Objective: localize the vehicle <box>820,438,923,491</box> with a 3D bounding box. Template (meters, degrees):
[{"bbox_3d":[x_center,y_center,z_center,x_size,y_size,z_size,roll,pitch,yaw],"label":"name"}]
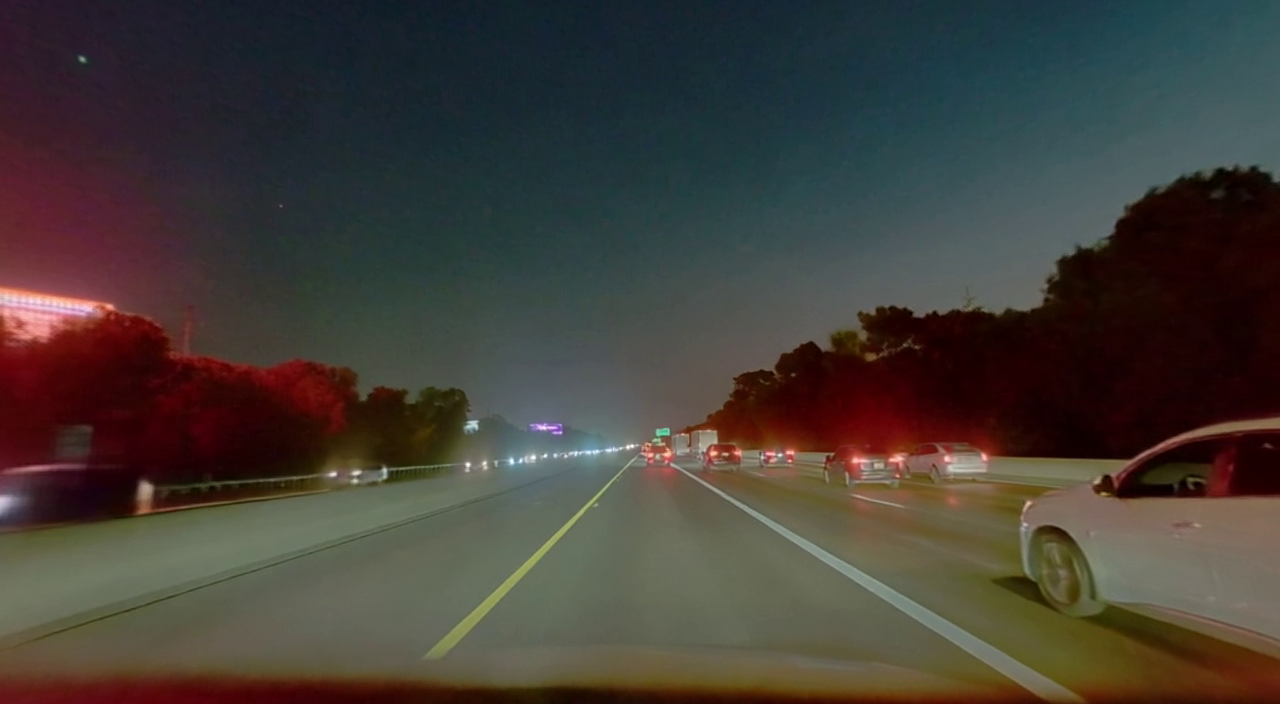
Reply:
[{"bbox_3d":[7.605,3.701,21.197,1.807,1.558,4.352,0,-8,0],"label":"vehicle"}]

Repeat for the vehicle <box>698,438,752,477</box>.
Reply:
[{"bbox_3d":[4.312,5.413,32.791,2.075,1.845,4.667,0,-8,-1],"label":"vehicle"}]

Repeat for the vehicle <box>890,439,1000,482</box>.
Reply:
[{"bbox_3d":[12.070,4.314,25.414,1.941,1.539,4.834,0,-8,-1],"label":"vehicle"}]

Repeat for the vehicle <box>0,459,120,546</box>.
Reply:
[{"bbox_3d":[-13.519,3.048,12.731,2.064,1.601,4.581,-1,-8,1],"label":"vehicle"}]

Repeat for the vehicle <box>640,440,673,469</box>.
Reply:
[{"bbox_3d":[1.069,6.989,43.187,2.145,1.832,4.004,-1,-8,0],"label":"vehicle"}]

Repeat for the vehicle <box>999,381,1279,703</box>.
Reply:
[{"bbox_3d":[3.857,0.924,2.740,1.989,1.609,4.355,0,-8,0],"label":"vehicle"}]
